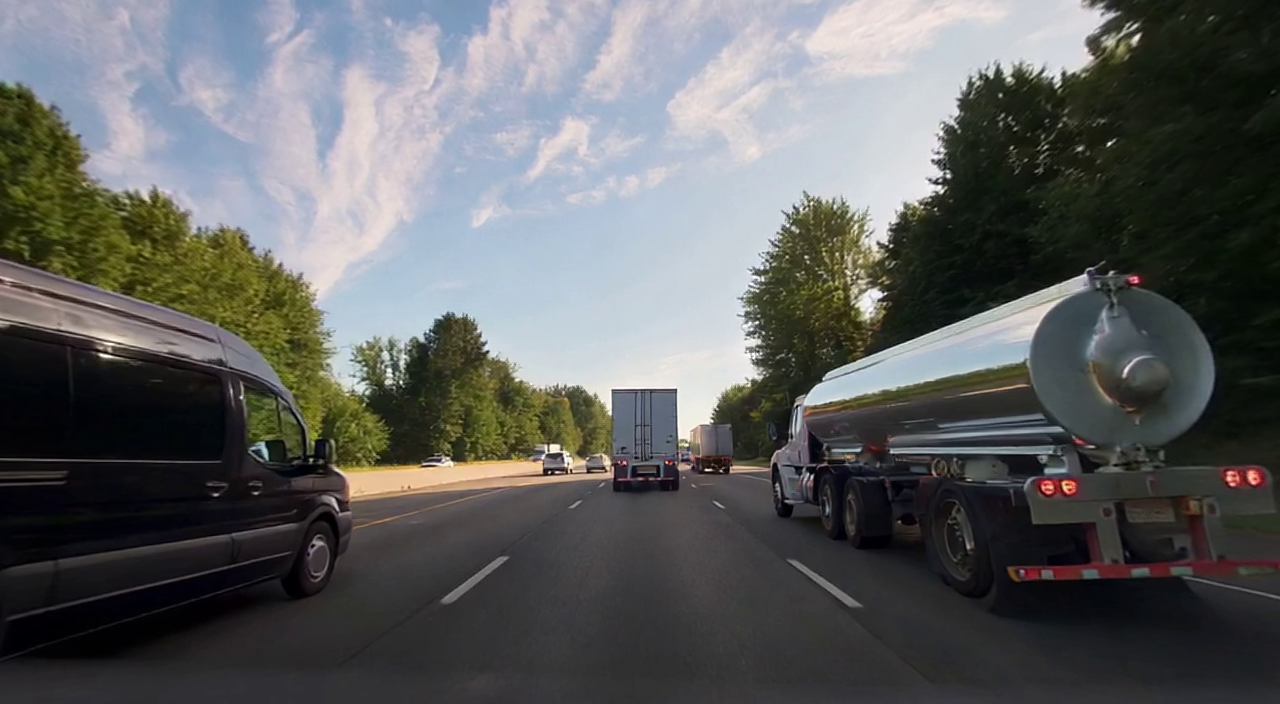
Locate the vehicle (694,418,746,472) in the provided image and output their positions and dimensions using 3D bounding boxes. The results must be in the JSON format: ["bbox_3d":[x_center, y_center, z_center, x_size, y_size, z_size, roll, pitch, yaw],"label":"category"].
[{"bbox_3d":[5.772,7.073,47.360,2.706,3.500,11.483,0,-9,2],"label":"vehicle"}]

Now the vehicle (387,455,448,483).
[{"bbox_3d":[-12.803,6.727,36.608,1.946,1.484,4.319,0,-9,1],"label":"vehicle"}]

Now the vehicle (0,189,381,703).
[{"bbox_3d":[-4.194,0.675,3.712,2.525,2.572,6.260,0,-9,1],"label":"vehicle"}]

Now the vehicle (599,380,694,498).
[{"bbox_3d":[0.169,3.299,23.245,2.773,3.455,9.118,0,-9,0],"label":"vehicle"}]

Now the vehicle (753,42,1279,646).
[{"bbox_3d":[4.458,0.720,10.159,3.139,4.152,11.915,0,-9,0],"label":"vehicle"}]

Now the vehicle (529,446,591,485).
[{"bbox_3d":[-3.599,5.197,29.245,2.134,1.652,4.439,0,-9,3],"label":"vehicle"}]
